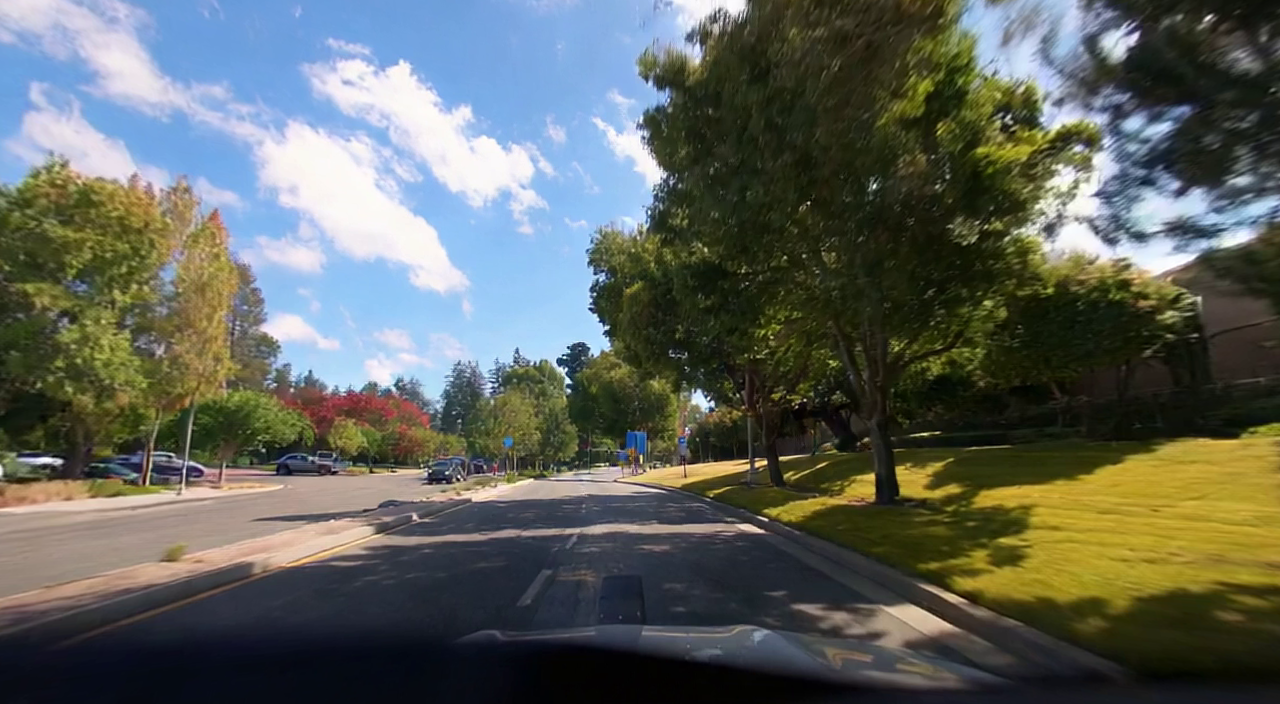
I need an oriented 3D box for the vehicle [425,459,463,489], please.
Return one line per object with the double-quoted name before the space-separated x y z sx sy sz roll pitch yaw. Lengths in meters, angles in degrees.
"vehicle" -13.188 8.128 42.184 1.861 1.736 4.241 2 -9 -25
